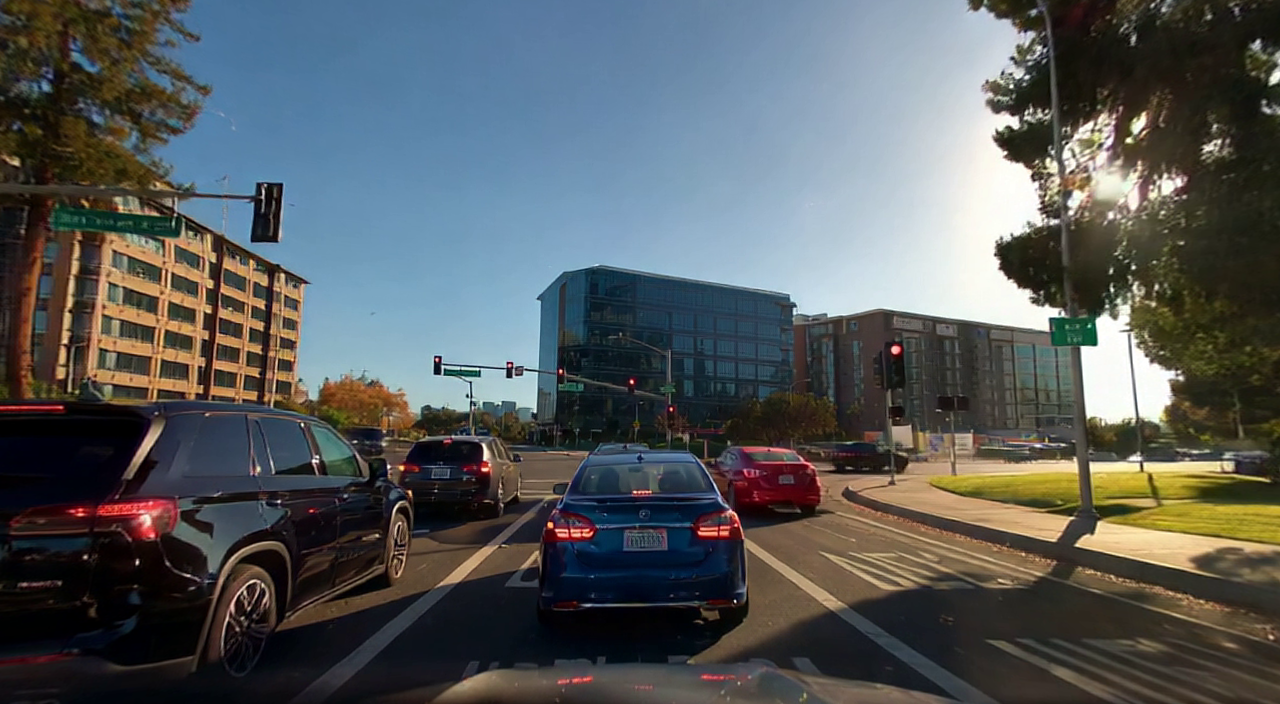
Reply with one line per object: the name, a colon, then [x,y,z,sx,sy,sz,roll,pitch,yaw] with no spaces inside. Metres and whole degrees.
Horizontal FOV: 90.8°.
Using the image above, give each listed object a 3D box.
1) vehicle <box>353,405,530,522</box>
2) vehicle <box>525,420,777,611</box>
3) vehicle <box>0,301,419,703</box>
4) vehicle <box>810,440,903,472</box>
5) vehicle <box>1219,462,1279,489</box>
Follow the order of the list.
vehicle: [-3.888,2.317,13.702,2.305,1.984,5.586,0,-8,-3]
vehicle: [-0.062,1.623,7.297,2.001,1.483,4.442,0,-8,-4]
vehicle: [-3.145,1.009,4.140,1.924,1.737,4.387,0,-8,-2]
vehicle: [13.289,6.413,39.041,4.874,1.854,2.230,1,-9,-5]
vehicle: [38.790,7.525,38.564,4.737,1.572,2.026,-1,-8,3]
